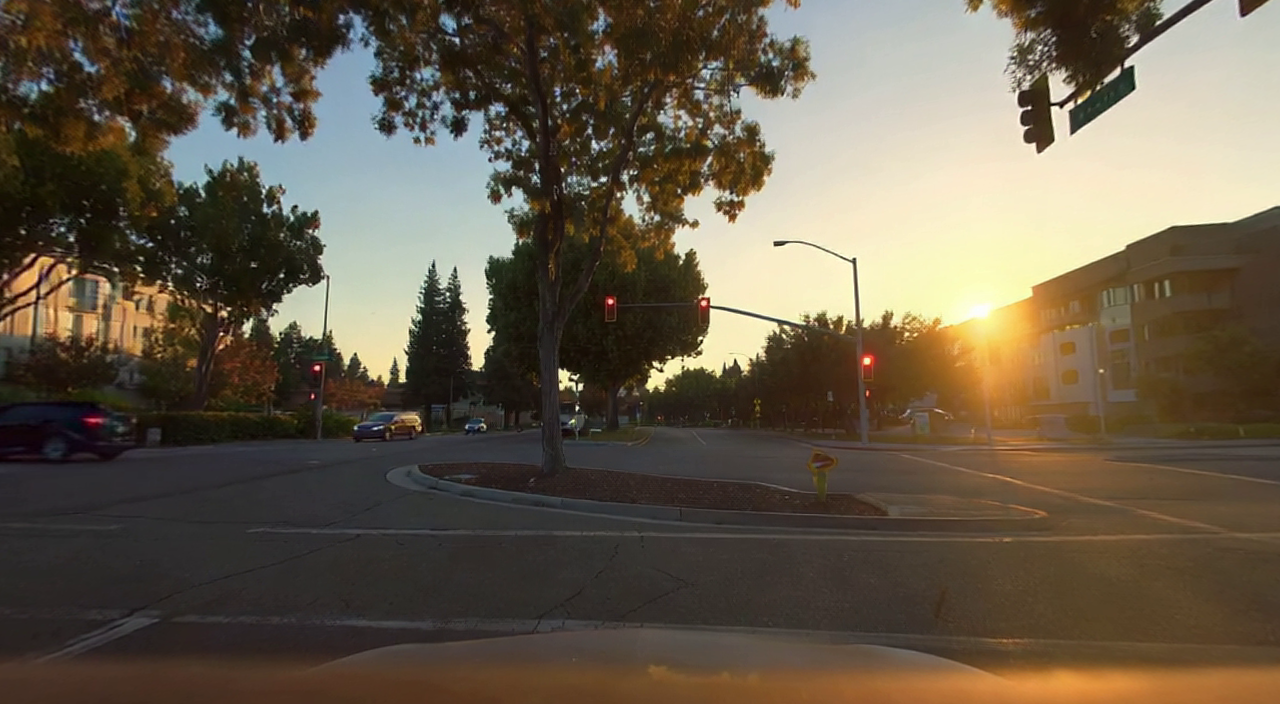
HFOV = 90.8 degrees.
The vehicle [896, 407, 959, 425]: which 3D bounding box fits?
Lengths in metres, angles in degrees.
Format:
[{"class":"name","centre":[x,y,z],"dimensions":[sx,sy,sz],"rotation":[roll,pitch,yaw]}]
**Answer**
[{"class":"vehicle","centre":[22.003,4.933,48.440],"dimensions":[3.933,1.219,1.700],"rotation":[-1,-9,3]}]

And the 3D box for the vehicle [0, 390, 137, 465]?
[{"class":"vehicle","centre":[-17.201,2.068,17.067],"dimensions":[5.383,1.870,2.203],"rotation":[-1,-9,3]}]

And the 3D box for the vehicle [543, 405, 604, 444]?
[{"class":"vehicle","centre":[-3.446,3.980,33.873],"dimensions":[2.306,1.907,5.382],"rotation":[-1,-8,4]}]

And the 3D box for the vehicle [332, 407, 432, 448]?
[{"class":"vehicle","centre":[-12.713,3.848,31.595],"dimensions":[2.340,1.902,4.920],"rotation":[-2,-9,9]}]

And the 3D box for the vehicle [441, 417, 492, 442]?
[{"class":"vehicle","centre":[-11.235,5.116,41.164],"dimensions":[1.899,1.510,4.294],"rotation":[-1,-8,3]}]
